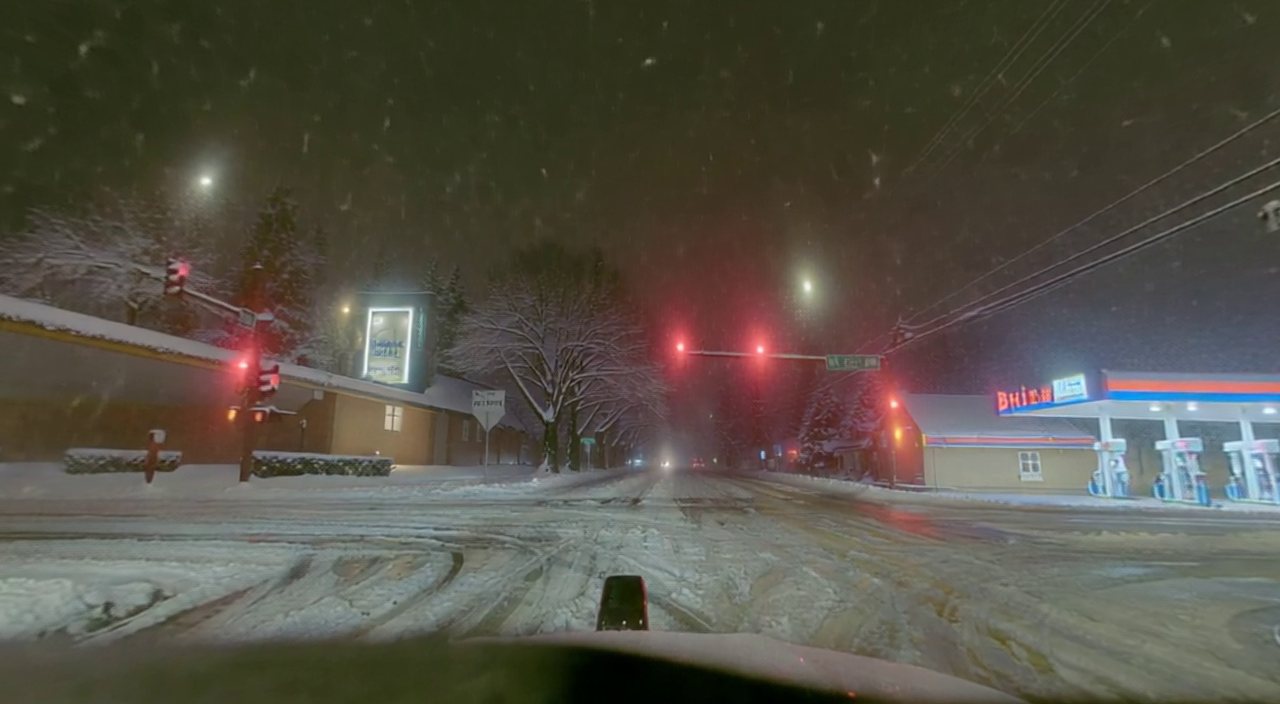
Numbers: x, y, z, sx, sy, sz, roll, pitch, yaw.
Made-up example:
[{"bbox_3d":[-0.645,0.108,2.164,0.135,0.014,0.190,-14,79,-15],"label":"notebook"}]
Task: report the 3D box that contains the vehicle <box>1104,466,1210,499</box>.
[{"bbox_3d":[27.992,7.053,34.334,1.897,1.466,4.211,1,-8,-6],"label":"vehicle"}]
